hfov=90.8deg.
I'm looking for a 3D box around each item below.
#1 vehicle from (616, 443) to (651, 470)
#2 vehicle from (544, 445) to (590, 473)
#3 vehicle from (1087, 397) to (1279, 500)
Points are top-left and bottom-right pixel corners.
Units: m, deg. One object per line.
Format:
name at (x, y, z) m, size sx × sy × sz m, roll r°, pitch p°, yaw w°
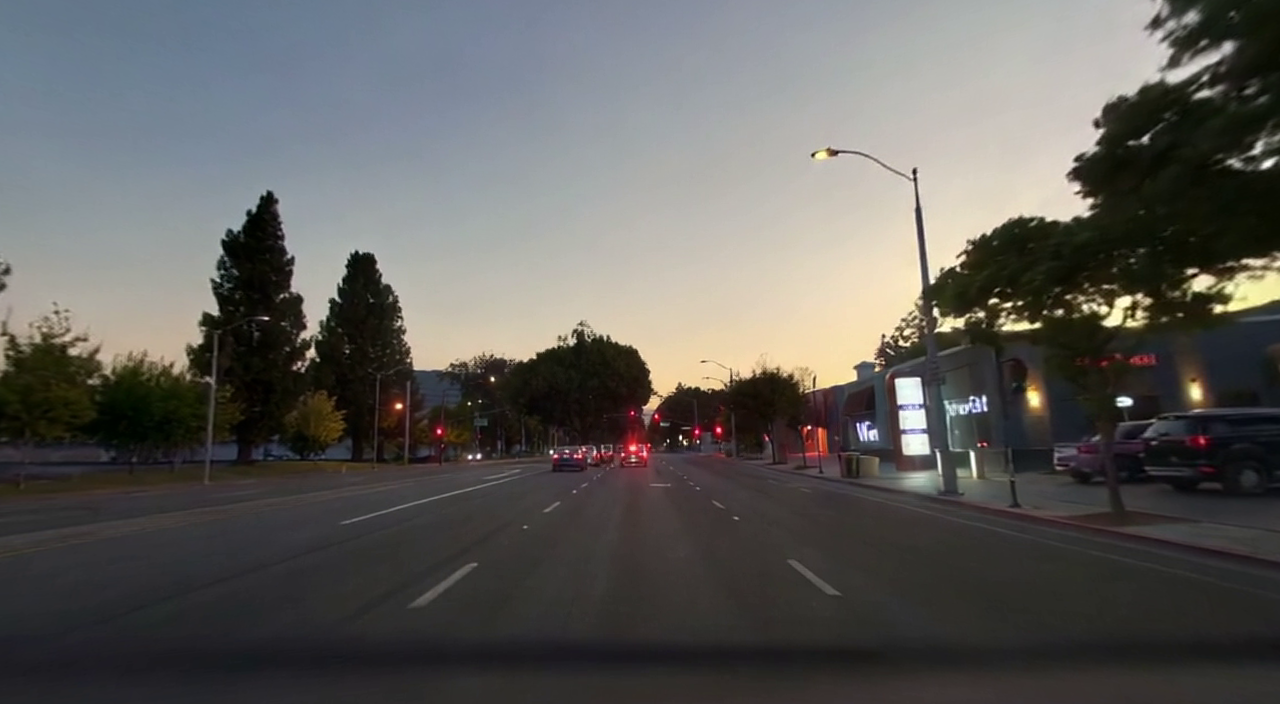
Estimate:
vehicle at (-0.377, 6.409, 38.971) m, size 2.042 × 1.555 × 3.912 m, roll 0°, pitch -9°, yaw 0°
vehicle at (-3.998, 5.937, 35.279) m, size 2.020 × 1.457 × 4.496 m, roll 0°, pitch -9°, yaw 1°
vehicle at (13.467, 2.023, 13.322) m, size 6.063 × 1.949 × 2.531 m, roll 0°, pitch -9°, yaw 2°
